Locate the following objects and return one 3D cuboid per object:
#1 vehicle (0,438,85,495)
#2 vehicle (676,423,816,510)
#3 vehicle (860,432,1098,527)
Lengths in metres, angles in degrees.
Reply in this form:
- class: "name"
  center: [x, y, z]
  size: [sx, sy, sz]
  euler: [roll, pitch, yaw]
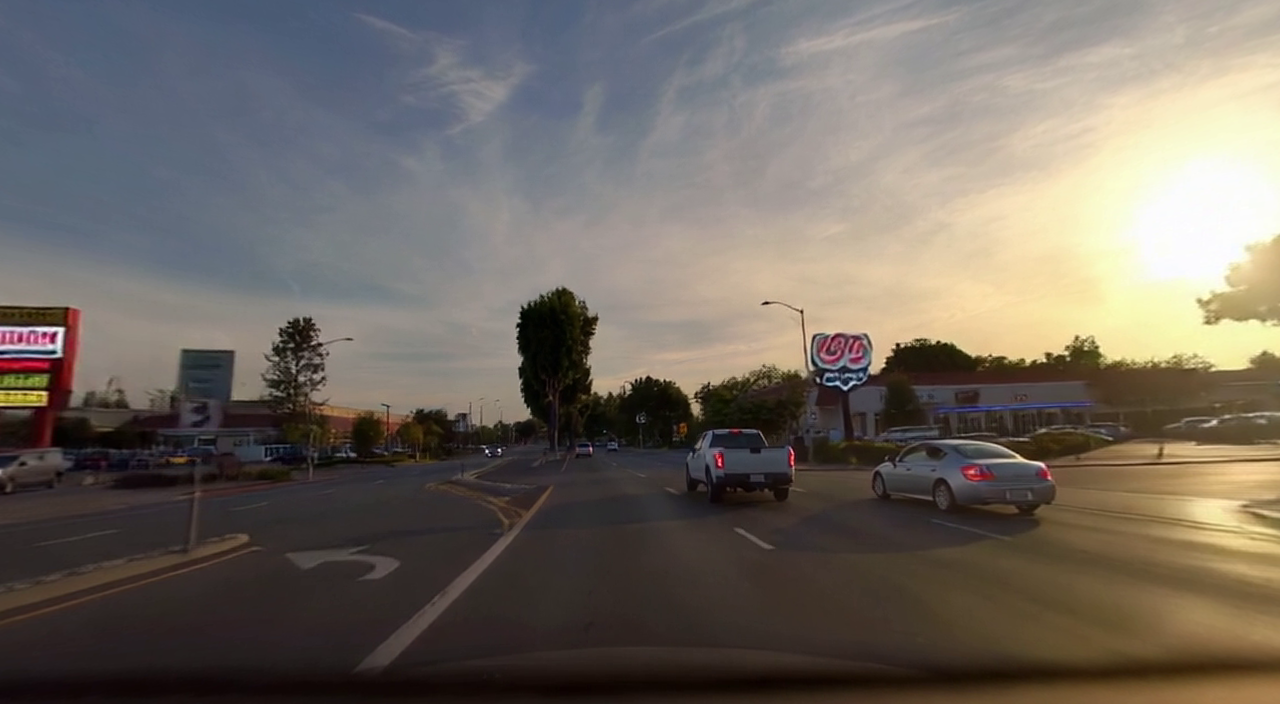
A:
- class: "vehicle"
  center: [-31.274, 5.646, 31.514]
  size: [2.217, 2.629, 5.839]
  euler: [1, -8, -7]
- class: "vehicle"
  center: [2.321, 2.707, 15.468]
  size: [2.214, 1.749, 4.998]
  euler: [1, -8, -4]
- class: "vehicle"
  center: [6.133, 2.327, 12.183]
  size: [1.986, 1.480, 4.296]
  euler: [1, -8, -4]
